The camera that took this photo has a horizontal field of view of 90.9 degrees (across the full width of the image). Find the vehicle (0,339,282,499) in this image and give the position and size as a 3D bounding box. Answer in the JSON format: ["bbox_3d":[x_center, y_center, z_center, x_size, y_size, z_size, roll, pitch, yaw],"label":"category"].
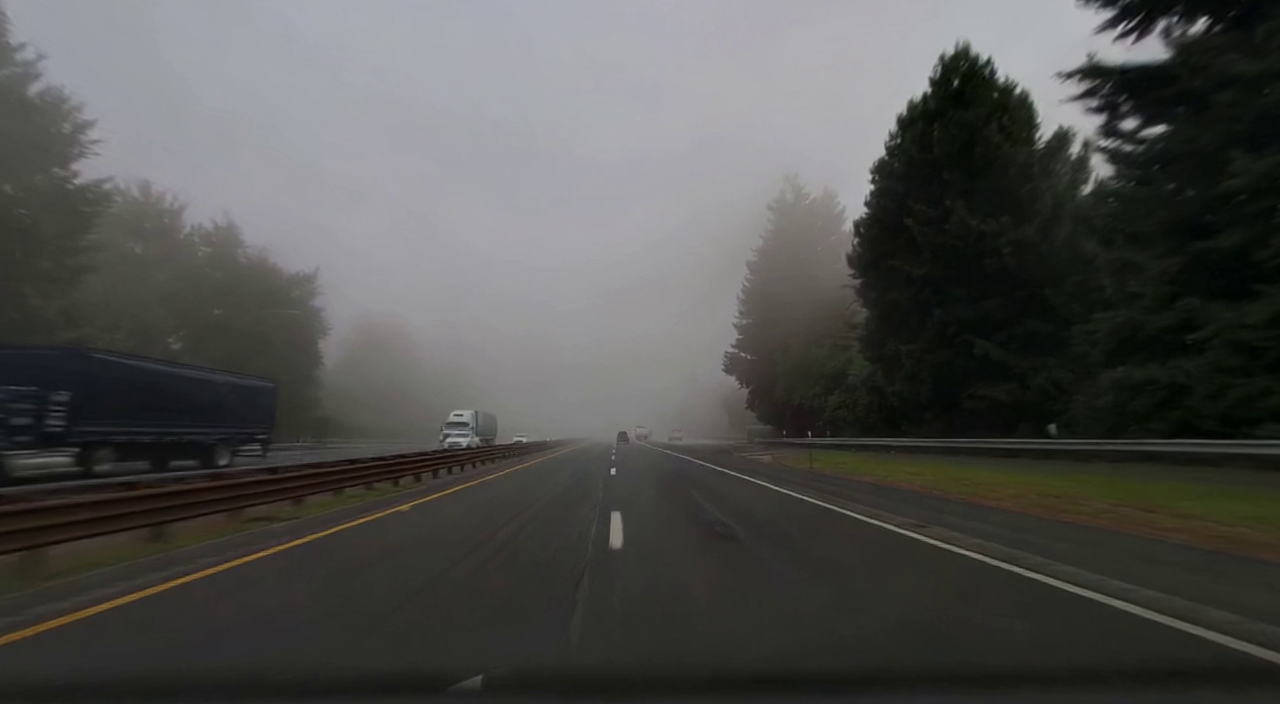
[{"bbox_3d":[-16.149,2.330,20.795,3.001,3.996,10.172,0,-8,-3],"label":"vehicle"}]

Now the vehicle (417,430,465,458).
[{"bbox_3d":[-12.912,5.991,41.141,1.913,1.675,4.147,0,-8,-2],"label":"vehicle"}]
